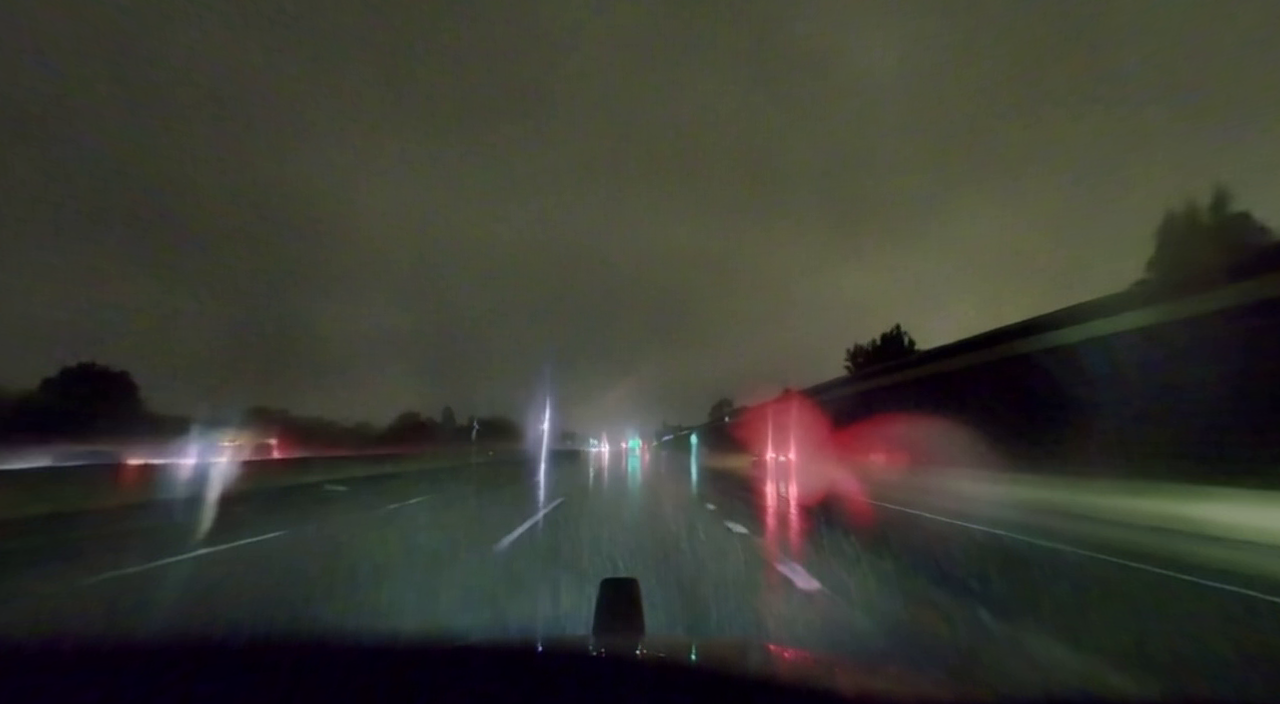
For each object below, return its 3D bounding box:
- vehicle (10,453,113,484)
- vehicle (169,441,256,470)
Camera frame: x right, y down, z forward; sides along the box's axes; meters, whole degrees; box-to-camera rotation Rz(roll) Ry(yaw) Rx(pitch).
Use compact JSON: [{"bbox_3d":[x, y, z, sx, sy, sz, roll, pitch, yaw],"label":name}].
[{"bbox_3d":[-29.857,6.002,32.738,1.726,1.405,3.815,0,-8,0],"label":"vehicle"},{"bbox_3d":[-26.124,6.339,38.787,2.023,1.639,4.699,-1,-8,0],"label":"vehicle"}]
